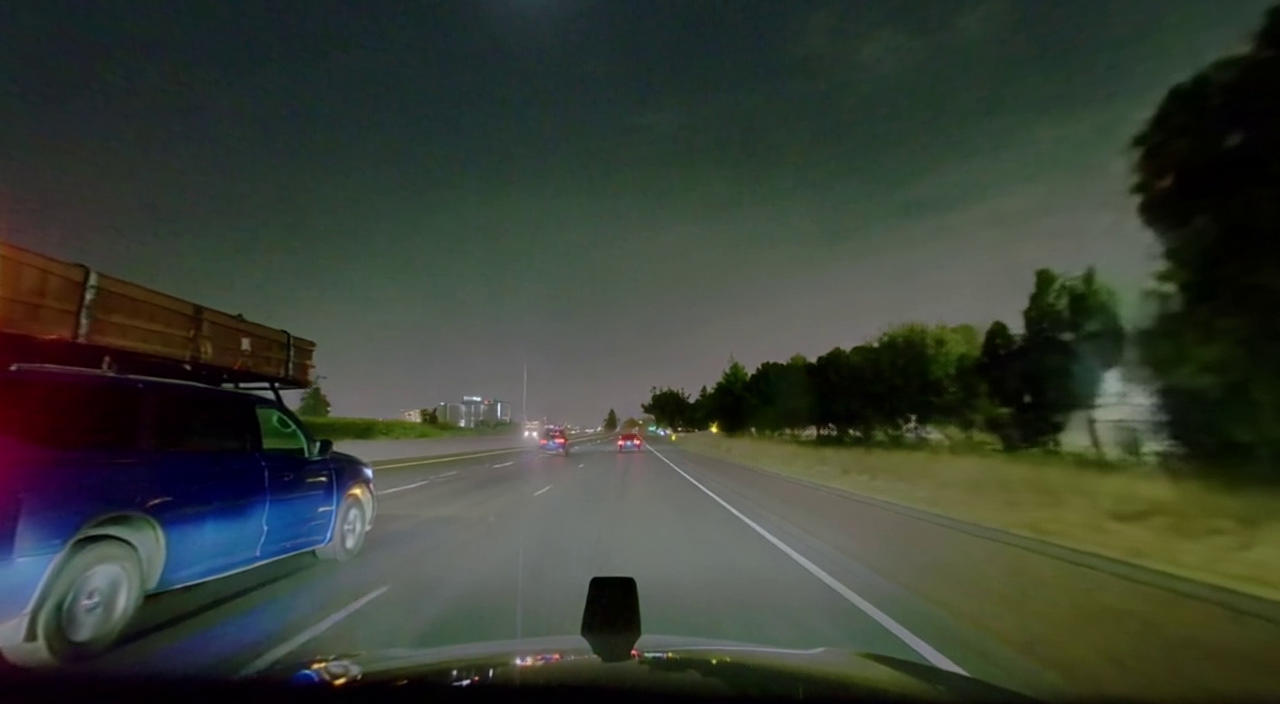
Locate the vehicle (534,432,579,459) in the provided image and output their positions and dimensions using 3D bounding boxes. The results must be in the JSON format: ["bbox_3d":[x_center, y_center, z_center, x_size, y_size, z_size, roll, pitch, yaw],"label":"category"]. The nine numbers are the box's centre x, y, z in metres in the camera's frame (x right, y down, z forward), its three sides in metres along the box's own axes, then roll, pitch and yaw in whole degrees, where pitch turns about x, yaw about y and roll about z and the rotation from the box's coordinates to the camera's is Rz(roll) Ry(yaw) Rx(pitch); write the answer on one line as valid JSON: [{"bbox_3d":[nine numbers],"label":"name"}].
[{"bbox_3d":[-5.081,5.732,38.903,2.189,1.580,4.607,0,-8,-1],"label":"vehicle"}]

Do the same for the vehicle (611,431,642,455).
[{"bbox_3d":[-0.949,6.612,45.876,2.151,1.618,3.898,0,-8,-1],"label":"vehicle"}]
